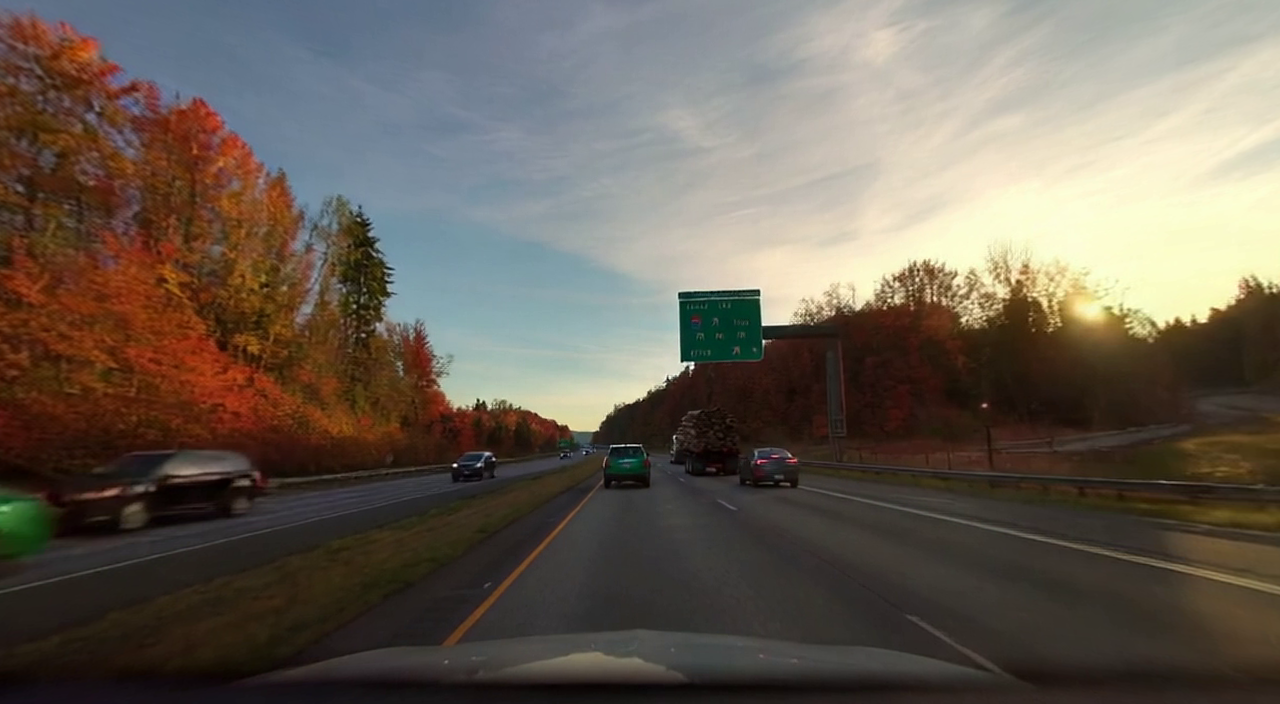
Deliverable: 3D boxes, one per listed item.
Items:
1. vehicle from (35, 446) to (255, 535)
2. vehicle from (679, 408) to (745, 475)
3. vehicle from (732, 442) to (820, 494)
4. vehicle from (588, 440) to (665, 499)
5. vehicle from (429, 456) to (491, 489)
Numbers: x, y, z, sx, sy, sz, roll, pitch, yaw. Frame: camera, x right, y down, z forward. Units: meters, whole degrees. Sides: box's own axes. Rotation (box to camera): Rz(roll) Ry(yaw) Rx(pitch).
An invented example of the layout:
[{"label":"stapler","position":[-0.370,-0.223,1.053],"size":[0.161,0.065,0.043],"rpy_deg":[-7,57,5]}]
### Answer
[{"label":"vehicle","position":[-13.381,3.693,17.485],"size":[2.215,2.079,4.694],"rpy_deg":[-1,-9,0]},{"label":"vehicle","position":[4.522,5.922,41.112],"size":[3.125,3.895,8.461],"rpy_deg":[0,-9,-1]},{"label":"vehicle","position":[4.774,4.125,22.719],"size":[2.057,1.660,4.525],"rpy_deg":[0,-9,-1]},{"label":"vehicle","position":[-0.435,3.784,20.558],"size":[2.263,1.699,3.936],"rpy_deg":[0,-9,-1]},{"label":"vehicle","position":[-9.249,6.188,32.503],"size":[2.075,1.516,3.955],"rpy_deg":[0,-9,0]}]
